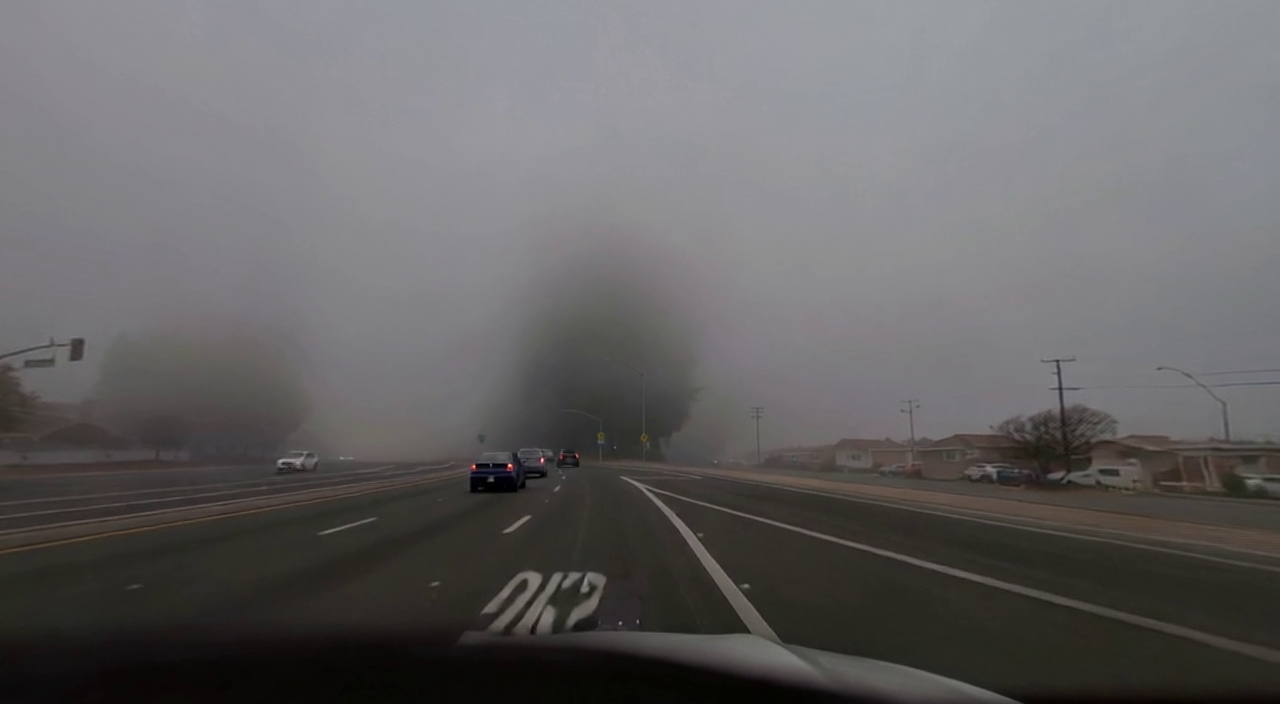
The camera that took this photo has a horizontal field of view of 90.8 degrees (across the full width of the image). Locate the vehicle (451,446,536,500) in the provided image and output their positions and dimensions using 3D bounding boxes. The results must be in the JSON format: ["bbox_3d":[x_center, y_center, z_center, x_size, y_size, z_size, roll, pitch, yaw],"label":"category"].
[{"bbox_3d":[-4.961,4.122,22.052,2.098,1.613,4.606,0,-8,-3],"label":"vehicle"}]

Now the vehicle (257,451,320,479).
[{"bbox_3d":[-22.100,7.076,39.871,1.844,1.582,4.218,0,-8,-5],"label":"vehicle"}]

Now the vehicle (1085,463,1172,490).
[{"bbox_3d":[35.965,9.173,46.685,1.973,1.671,5.072,1,-8,-7],"label":"vehicle"}]
